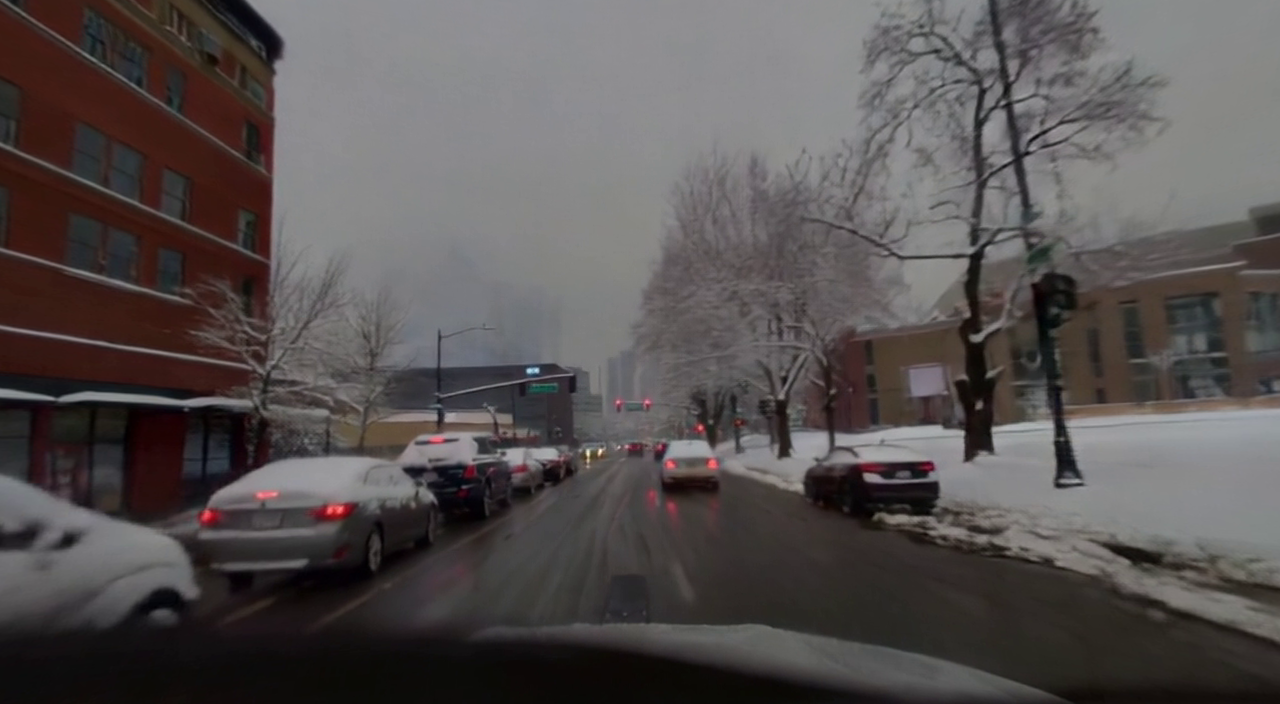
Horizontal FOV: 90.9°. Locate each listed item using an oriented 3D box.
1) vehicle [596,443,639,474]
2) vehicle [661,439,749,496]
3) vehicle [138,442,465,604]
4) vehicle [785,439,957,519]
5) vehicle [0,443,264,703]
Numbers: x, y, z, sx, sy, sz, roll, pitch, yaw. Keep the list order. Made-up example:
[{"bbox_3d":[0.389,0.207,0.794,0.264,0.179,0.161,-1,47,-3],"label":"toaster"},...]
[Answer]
[{"bbox_3d":[-1.142,5.550,33.144,2.102,1.521,4.078,0,-8,-1],"label":"vehicle"},{"bbox_3d":[1.795,3.387,18.908,2.150,1.464,4.467,-1,-8,0],"label":"vehicle"},{"bbox_3d":[-3.886,1.976,8.445,2.214,1.496,4.648,0,-8,-6],"label":"vehicle"},{"bbox_3d":[4.778,2.665,13.895,1.956,1.446,4.537,0,-8,-2],"label":"vehicle"},{"bbox_3d":[-2.874,0.874,1.000,2.169,1.427,4.531,0,-8,-7],"label":"vehicle"}]
